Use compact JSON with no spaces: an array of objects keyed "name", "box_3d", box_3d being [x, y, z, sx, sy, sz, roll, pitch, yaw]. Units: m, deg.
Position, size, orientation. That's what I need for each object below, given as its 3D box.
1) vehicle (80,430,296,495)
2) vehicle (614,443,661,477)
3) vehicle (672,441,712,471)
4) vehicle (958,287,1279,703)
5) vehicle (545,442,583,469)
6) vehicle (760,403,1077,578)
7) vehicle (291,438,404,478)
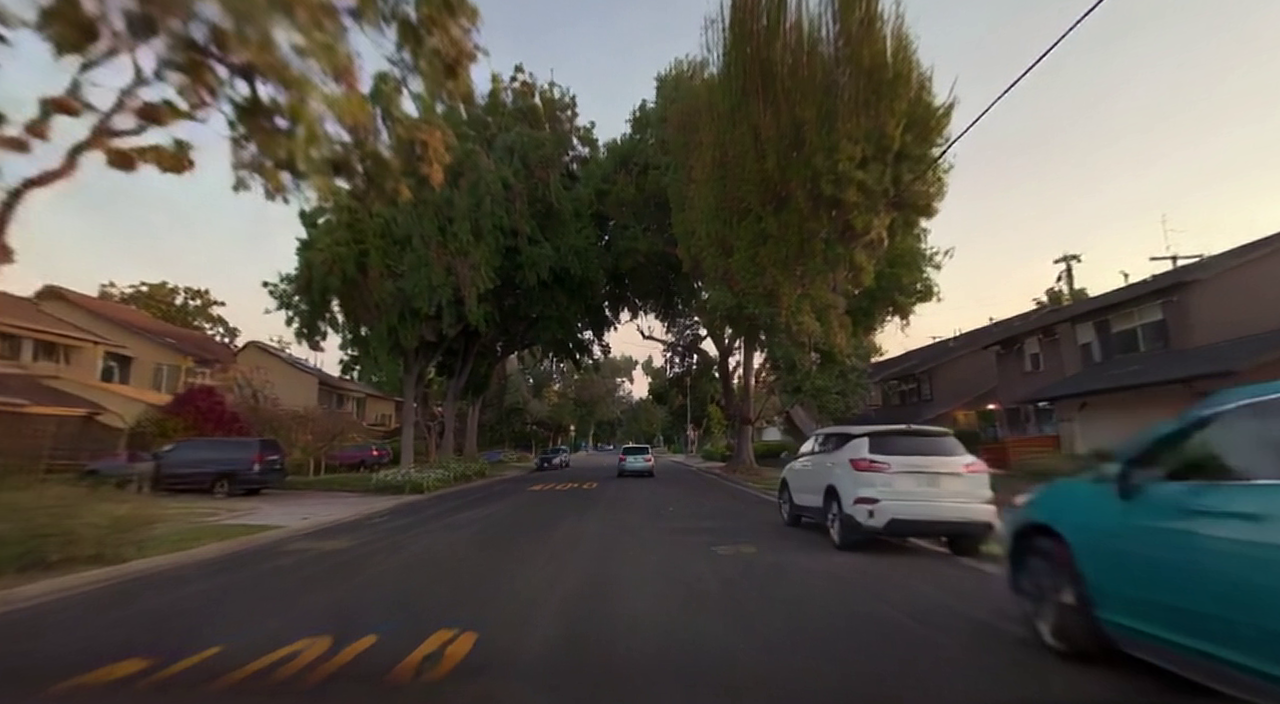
[{"name":"vehicle","box_3d":[-13.354,3.273,18.921,4.836,1.831,1.982,0,-9,-1]},{"name":"vehicle","box_3d":[-0.131,4.952,29.187,2.000,1.449,4.006,0,-8,0]},{"name":"vehicle","box_3d":[3.093,6.266,38.362,1.978,1.690,4.306,0,-9,-1]},{"name":"vehicle","box_3d":[3.595,0.717,2.316,2.221,1.960,4.927,0,-8,0]},{"name":"vehicle","box_3d":[-5.693,7.783,47.974,2.126,1.816,4.796,-3,-8,1]},{"name":"vehicle","box_3d":[3.449,1.873,9.505,2.135,1.809,5.682,0,-9,-1]},{"name":"vehicle","box_3d":[-13.440,4.877,29.248,4.253,1.772,1.980,0,-9,-3]}]
